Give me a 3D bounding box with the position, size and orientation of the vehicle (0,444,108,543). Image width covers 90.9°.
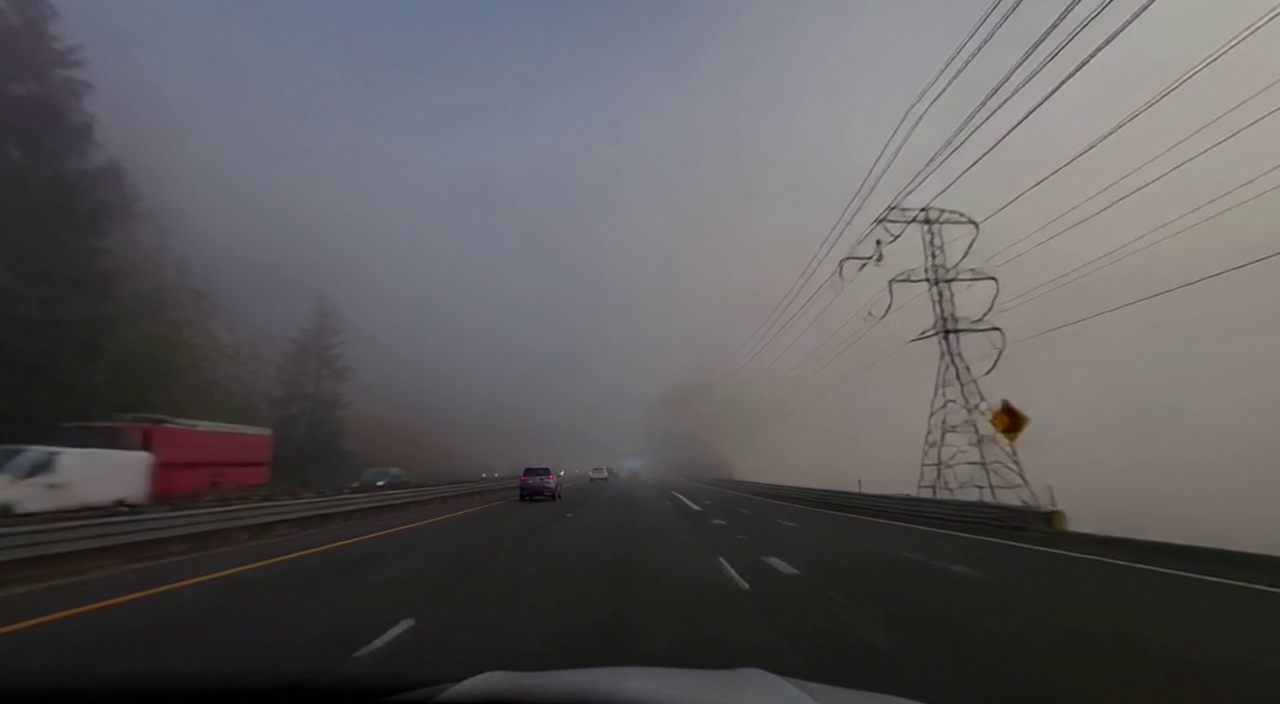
[{"bbox_3d":[-12.717,2.528,11.263,1.995,1.788,4.925,1,-11,0],"label":"vehicle"}]

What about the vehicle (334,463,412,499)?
[{"bbox_3d":[-12.178,5.911,28.971,1.881,1.497,3.811,1,-11,0],"label":"vehicle"}]

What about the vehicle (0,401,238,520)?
[{"bbox_3d":[-17.512,3.664,21.159,2.548,3.168,8.075,1,-11,0],"label":"vehicle"}]

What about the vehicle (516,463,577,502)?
[{"bbox_3d":[-3.933,5.591,27.237,1.963,1.501,4.227,1,-11,0],"label":"vehicle"}]
